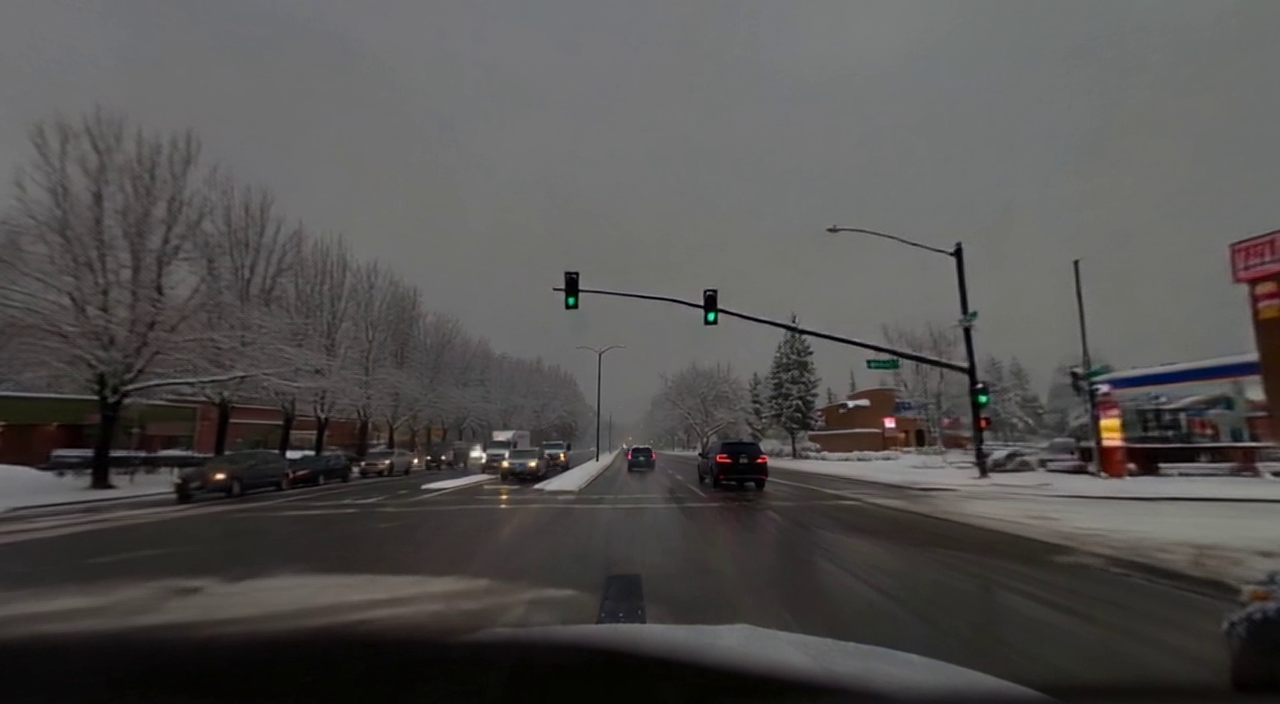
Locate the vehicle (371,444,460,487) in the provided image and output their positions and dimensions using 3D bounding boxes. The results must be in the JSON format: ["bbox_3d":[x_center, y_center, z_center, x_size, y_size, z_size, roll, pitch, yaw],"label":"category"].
[{"bbox_3d":[-8.945,4.543,25.671,2.165,1.557,4.515,0,-9,-3],"label":"vehicle"}]

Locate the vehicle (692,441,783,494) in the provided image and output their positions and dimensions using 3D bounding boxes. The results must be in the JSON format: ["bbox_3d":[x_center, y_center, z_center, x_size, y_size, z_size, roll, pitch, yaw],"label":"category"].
[{"bbox_3d":[2.964,3.639,20.283,2.061,1.487,4.462,0,-9,-2],"label":"vehicle"}]

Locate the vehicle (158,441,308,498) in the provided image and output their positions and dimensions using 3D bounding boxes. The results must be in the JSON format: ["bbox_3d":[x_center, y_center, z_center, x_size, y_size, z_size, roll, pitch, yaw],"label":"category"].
[{"bbox_3d":[-15.655,4.520,24.861,2.191,1.926,5.787,0,-9,-2],"label":"vehicle"}]

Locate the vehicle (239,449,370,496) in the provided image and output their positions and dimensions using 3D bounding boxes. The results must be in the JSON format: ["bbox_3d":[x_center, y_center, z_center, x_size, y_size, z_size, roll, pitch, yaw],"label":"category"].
[{"bbox_3d":[-12.425,4.456,23.883,2.186,1.532,5.087,0,-9,0],"label":"vehicle"}]

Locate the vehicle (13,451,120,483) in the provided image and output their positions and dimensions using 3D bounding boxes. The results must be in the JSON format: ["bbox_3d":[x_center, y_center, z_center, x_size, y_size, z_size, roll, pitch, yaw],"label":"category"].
[{"bbox_3d":[-28.156,5.641,31.090,3.640,1.462,1.660,0,-9,2],"label":"vehicle"}]

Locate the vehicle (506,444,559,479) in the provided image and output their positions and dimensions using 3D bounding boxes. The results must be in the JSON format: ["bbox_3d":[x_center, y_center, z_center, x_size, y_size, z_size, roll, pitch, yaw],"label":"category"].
[{"bbox_3d":[-5.145,5.282,30.815,1.953,1.526,4.349,0,-8,-1],"label":"vehicle"}]

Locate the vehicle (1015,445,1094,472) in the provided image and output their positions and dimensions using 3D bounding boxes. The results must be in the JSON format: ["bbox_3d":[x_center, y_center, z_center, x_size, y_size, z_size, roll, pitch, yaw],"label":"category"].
[{"bbox_3d":[29.150,7.479,44.630,2.077,1.765,4.643,1,-9,-7],"label":"vehicle"}]

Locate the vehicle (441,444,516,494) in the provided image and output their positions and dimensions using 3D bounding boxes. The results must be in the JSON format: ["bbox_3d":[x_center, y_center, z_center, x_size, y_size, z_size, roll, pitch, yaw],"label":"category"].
[{"bbox_3d":[-5.443,3.949,21.821,1.972,1.466,4.493,2,-8,-8],"label":"vehicle"}]

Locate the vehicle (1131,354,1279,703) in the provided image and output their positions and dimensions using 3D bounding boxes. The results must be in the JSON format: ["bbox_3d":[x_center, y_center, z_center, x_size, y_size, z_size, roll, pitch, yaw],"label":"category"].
[{"bbox_3d":[3.624,0.578,0.689,2.117,1.689,5.113,0,-9,1],"label":"vehicle"}]

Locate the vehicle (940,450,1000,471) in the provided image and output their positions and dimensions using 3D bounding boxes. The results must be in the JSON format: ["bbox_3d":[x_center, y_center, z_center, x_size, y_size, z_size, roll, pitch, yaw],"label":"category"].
[{"bbox_3d":[24.306,7.991,46.765,1.894,1.485,4.606,0,-9,-1],"label":"vehicle"}]

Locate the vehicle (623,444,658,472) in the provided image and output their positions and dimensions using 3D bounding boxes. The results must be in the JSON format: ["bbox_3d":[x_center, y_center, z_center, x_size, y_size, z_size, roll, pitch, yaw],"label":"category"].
[{"bbox_3d":[-0.041,6.417,38.500,2.029,1.605,3.827,0,-9,-2],"label":"vehicle"}]
